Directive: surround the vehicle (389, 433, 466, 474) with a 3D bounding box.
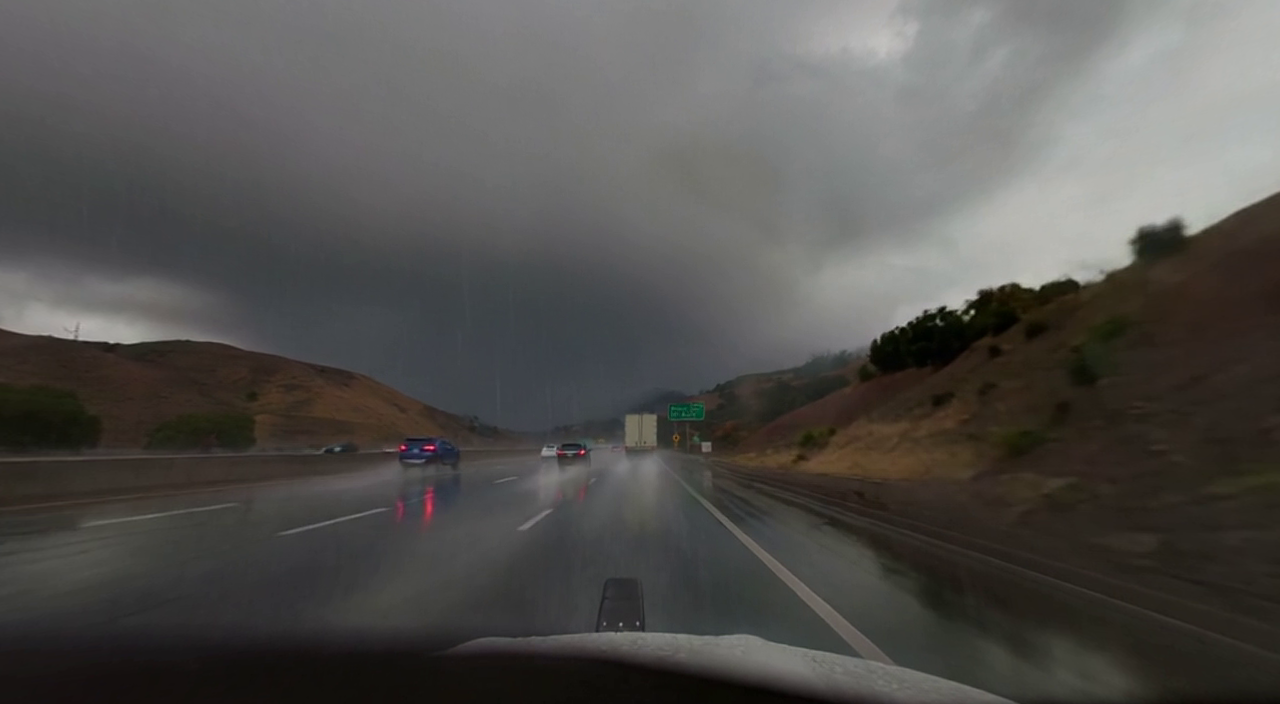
[{"bbox_3d":[-10.809,5.191,32.423,2.111,1.906,5.028,0,-9,1],"label":"vehicle"}]

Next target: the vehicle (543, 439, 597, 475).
[{"bbox_3d":[-3.600,5.503,33.262,2.194,1.725,4.698,0,-9,1],"label":"vehicle"}]
